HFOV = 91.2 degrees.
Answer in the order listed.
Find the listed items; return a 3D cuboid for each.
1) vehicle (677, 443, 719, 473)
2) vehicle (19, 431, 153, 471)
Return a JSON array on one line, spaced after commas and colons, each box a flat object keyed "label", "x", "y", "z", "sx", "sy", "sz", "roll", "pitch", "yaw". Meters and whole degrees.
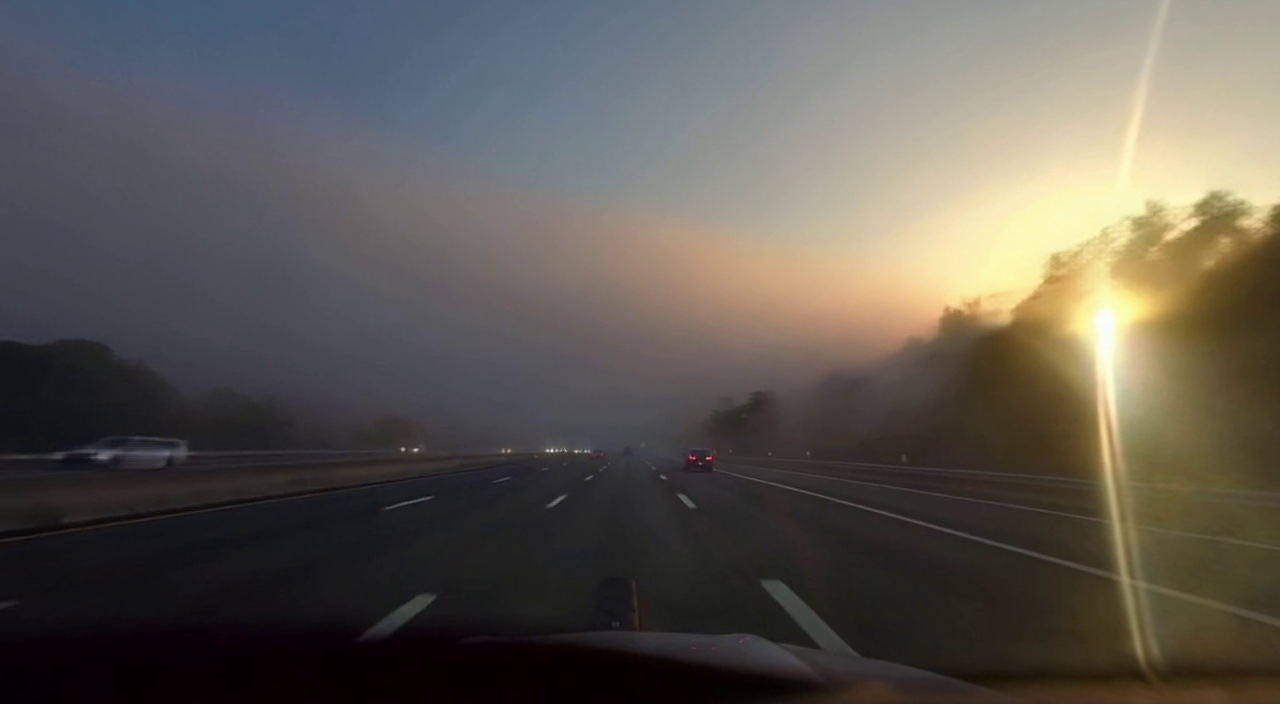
[{"label": "vehicle", "x": 3.152, "y": 5.849, "z": 34.742, "sx": 1.895, "sy": 1.555, "sz": 4.030, "roll": 0, "pitch": -9, "yaw": 0}, {"label": "vehicle", "x": -23.629, "y": 4.261, "z": 26.979, "sx": 1.766, "sy": 1.537, "sz": 4.352, "roll": -1, "pitch": -9, "yaw": 0}]
